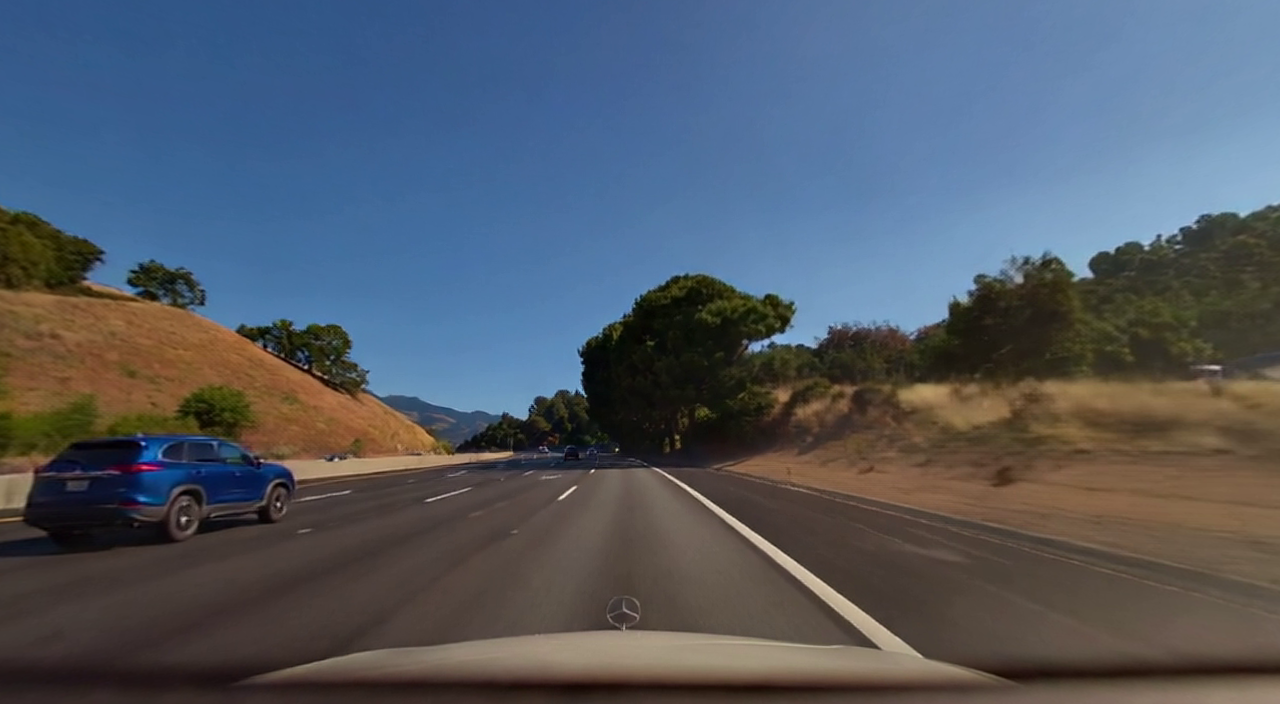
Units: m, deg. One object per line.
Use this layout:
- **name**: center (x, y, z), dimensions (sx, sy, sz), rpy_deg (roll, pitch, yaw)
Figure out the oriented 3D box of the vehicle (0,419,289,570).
- **vehicle**: center (-7.682, 1.996, 9.611), dimensions (2.046, 1.712, 4.533), rpy_deg (-1, -9, 0)
